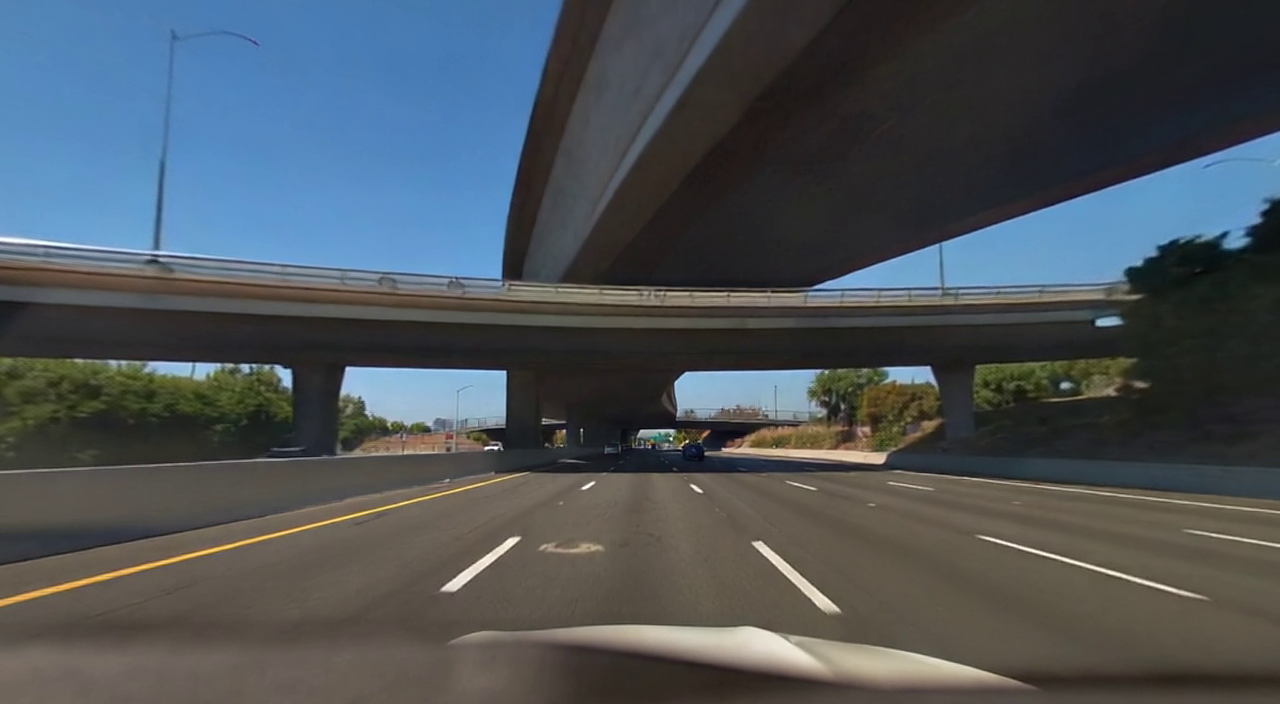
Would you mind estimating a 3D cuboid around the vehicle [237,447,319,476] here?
[{"bbox_3d":[-18.612,5.621,32.631,1.915,1.403,3.739,0,-8,1],"label":"vehicle"}]
